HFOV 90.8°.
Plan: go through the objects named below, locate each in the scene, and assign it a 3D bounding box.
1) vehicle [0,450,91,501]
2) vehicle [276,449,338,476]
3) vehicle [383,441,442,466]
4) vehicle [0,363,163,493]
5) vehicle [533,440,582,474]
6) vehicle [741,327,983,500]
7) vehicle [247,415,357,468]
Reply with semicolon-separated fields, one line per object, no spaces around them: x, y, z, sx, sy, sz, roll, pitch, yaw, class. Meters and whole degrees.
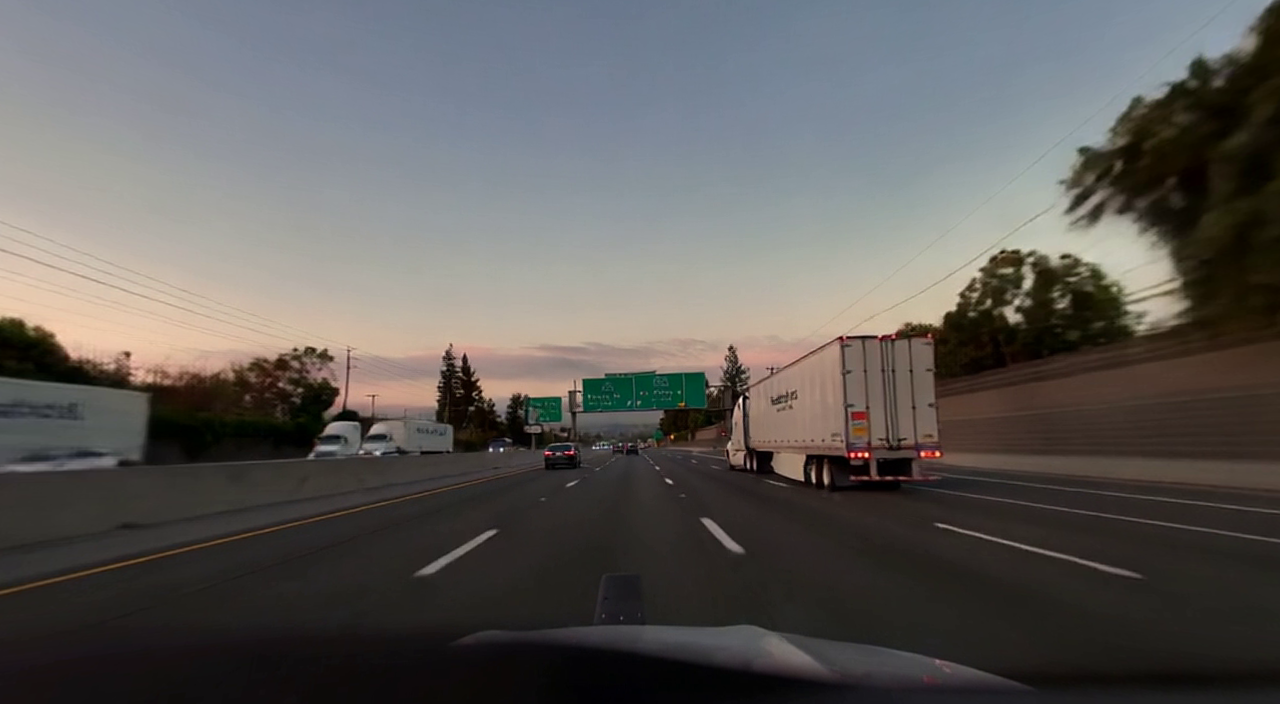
-17.816;3.483;17.954;1.449;1.325;3.238;-1;-9;0;vehicle
-17.908;5.948;34.103;1.474;1.345;3.253;-1;-9;1;vehicle
-17.660;7.896;49.367;2.410;1.798;6.090;-1;-9;0;vehicle
-21.259;2.124;17.903;2.891;3.973;16.377;-1;-9;0;vehicle
-4.316;5.540;33.608;2.027;1.651;4.099;-1;-9;0;vehicle
6.609;2.648;23.209;2.919;4.195;15.833;0;-9;-1;vehicle
-25.212;6.854;47.941;3.102;3.541;9.922;0;-9;-2;vehicle
